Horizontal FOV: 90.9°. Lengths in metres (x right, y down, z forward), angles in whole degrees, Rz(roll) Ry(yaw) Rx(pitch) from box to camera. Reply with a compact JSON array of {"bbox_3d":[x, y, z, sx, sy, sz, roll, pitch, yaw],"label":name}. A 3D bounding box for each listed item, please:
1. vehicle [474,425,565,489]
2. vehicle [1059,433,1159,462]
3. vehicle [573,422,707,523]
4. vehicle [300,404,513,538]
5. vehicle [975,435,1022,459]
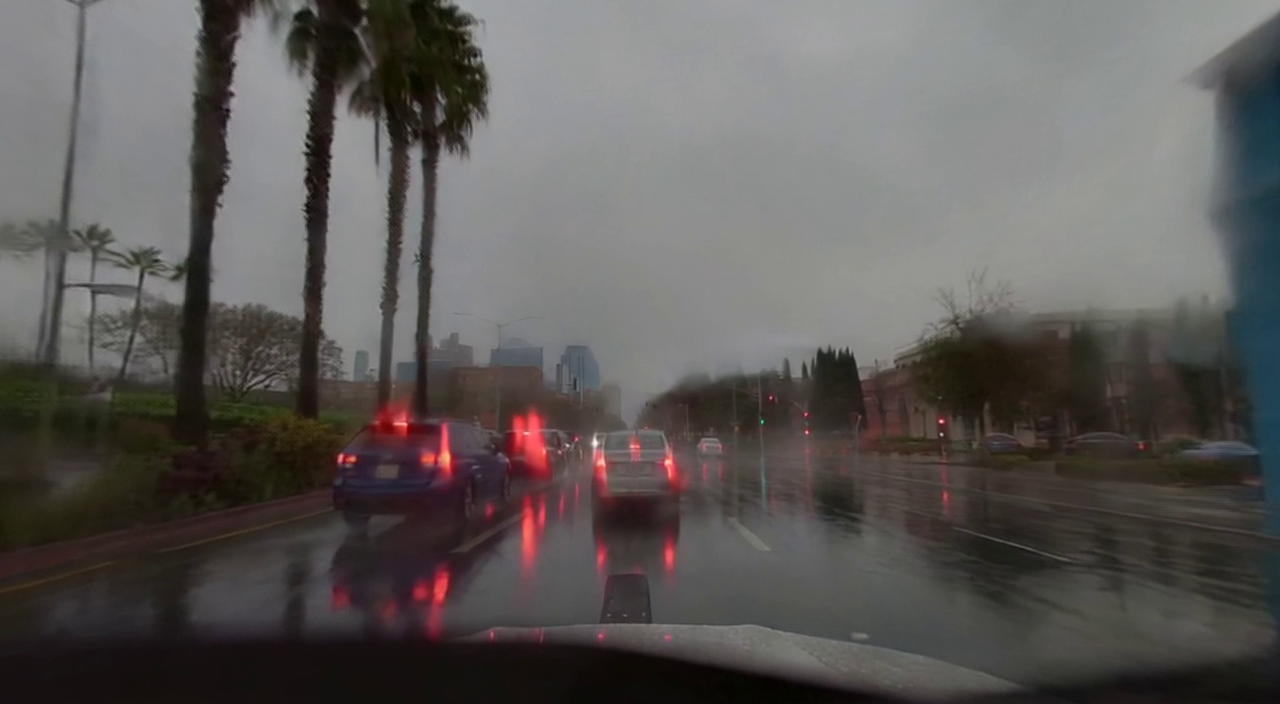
[{"bbox_3d":[-3.440,3.097,18.825,1.840,1.684,4.041,0,-9,1],"label":"vehicle"},{"bbox_3d":[25.436,5.203,34.285,3.914,1.427,1.779,-2,-8,5],"label":"vehicle"},{"bbox_3d":[-0.023,2.234,12.169,2.114,1.585,4.285,0,-9,-1],"label":"vehicle"},{"bbox_3d":[-3.498,1.890,10.501,1.914,1.741,4.398,0,-9,-1],"label":"vehicle"},{"bbox_3d":[25.929,6.900,45.756,1.882,1.672,3.957,-2,-9,14],"label":"vehicle"}]
